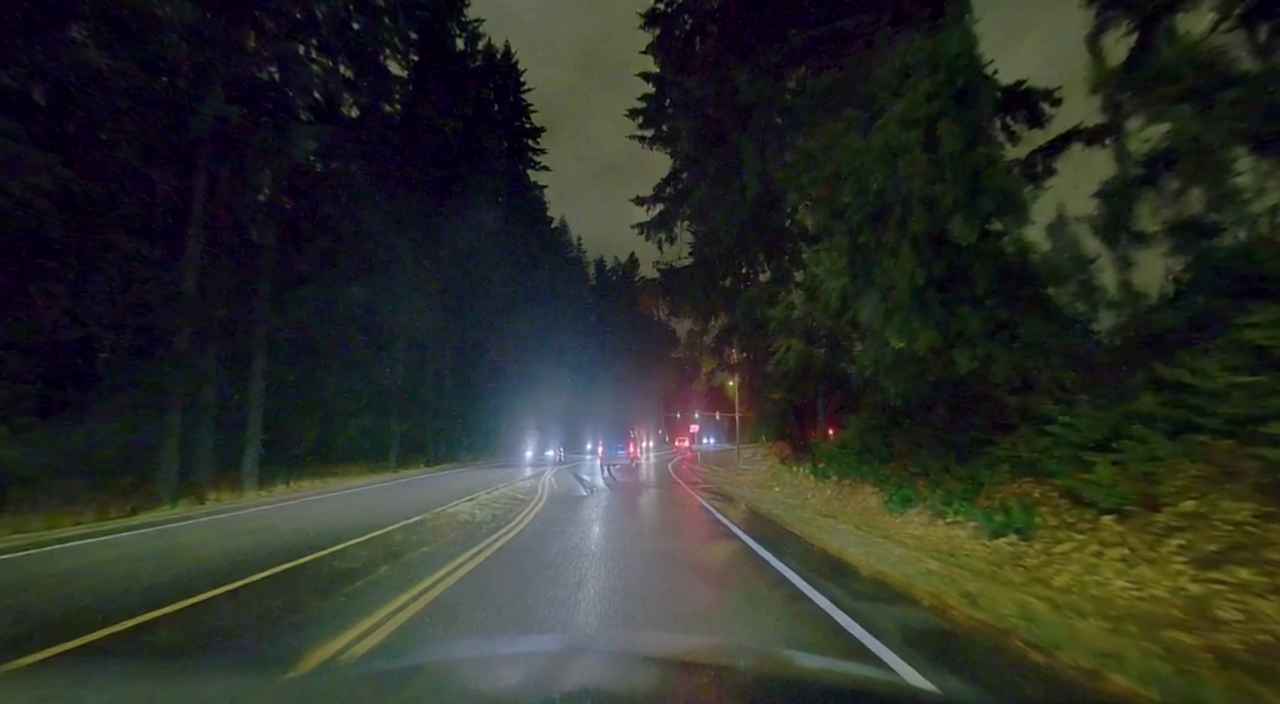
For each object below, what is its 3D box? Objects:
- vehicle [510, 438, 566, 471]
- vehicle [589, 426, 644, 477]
[{"bbox_3d":[-5.348,5.451,33.631,2.051,1.648,4.451,0,-8,3],"label":"vehicle"},{"bbox_3d":[-1.104,4.665,29.631,2.362,2.185,5.212,0,-8,-2],"label":"vehicle"}]
